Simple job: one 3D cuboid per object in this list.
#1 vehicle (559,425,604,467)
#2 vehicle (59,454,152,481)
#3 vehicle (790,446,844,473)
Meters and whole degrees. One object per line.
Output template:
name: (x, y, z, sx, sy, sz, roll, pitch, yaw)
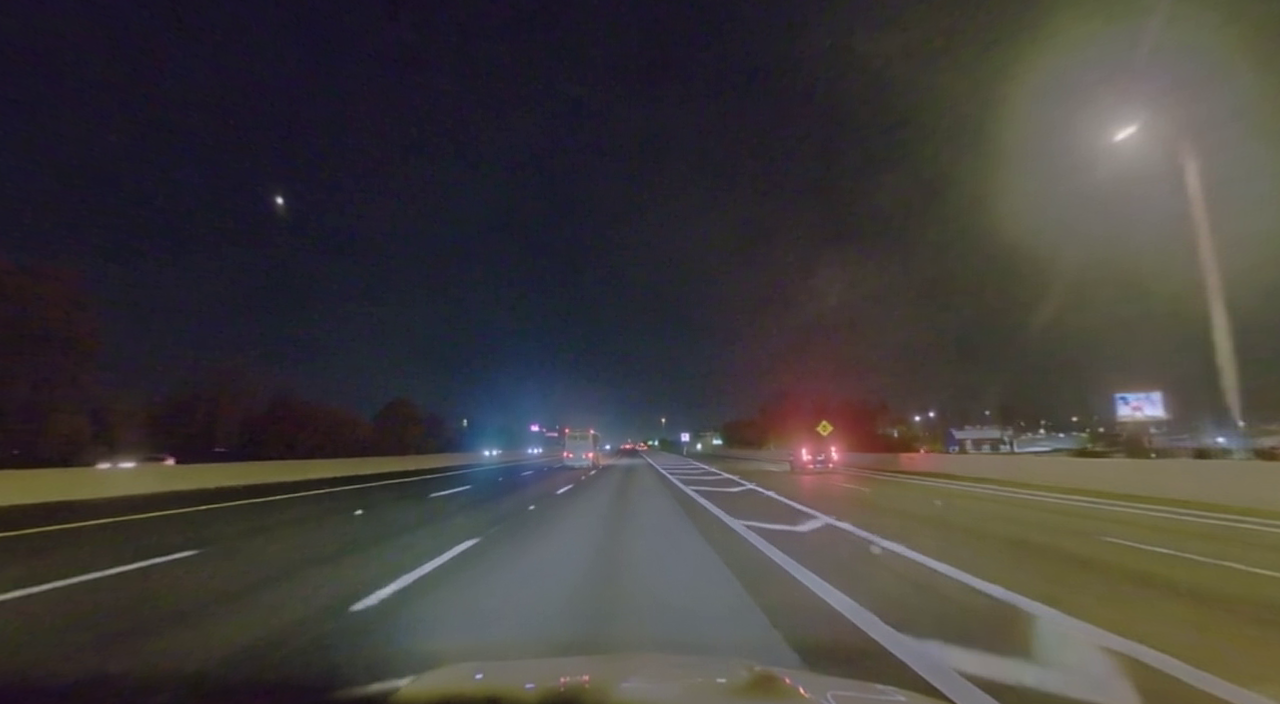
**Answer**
vehicle: (-4.323, 7.138, 48.054, 2.881, 2.937, 7.045, 0, -9, -2)
vehicle: (-33.725, 7.278, 40.048, 1.853, 1.523, 4.619, 0, -9, 0)
vehicle: (10.524, 6.432, 37.928, 2.035, 1.491, 4.246, 0, -9, 1)
